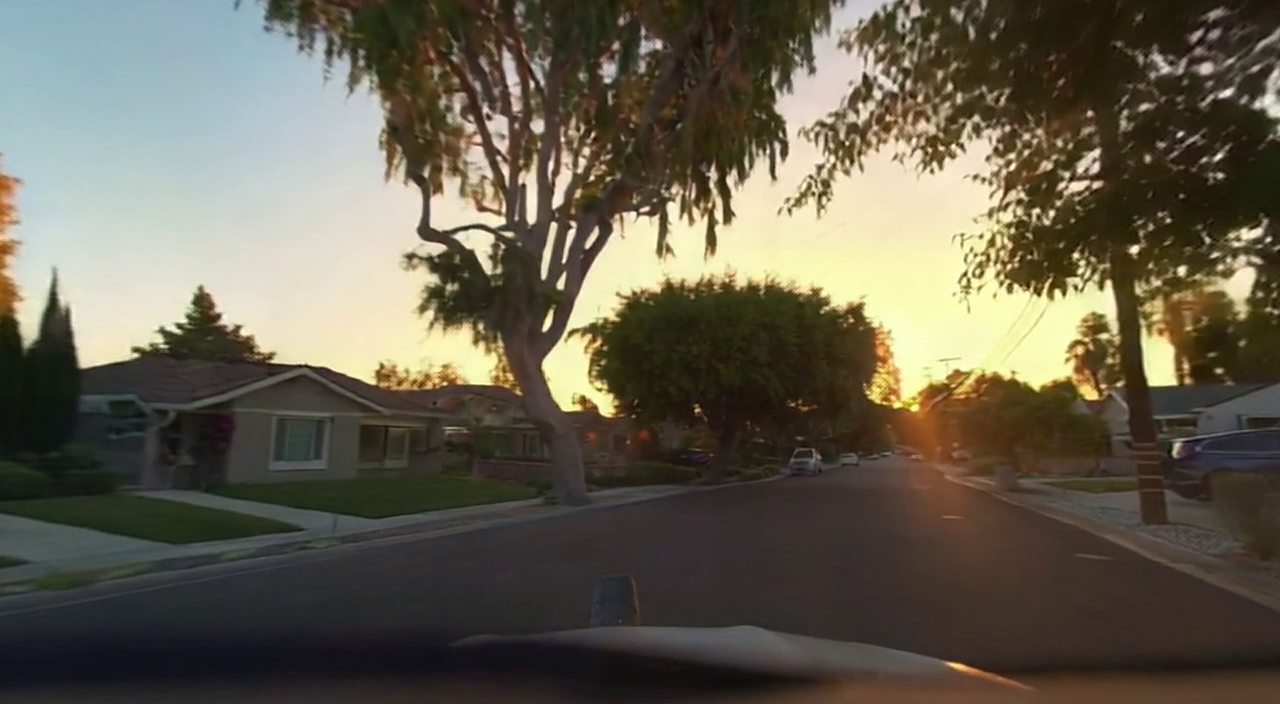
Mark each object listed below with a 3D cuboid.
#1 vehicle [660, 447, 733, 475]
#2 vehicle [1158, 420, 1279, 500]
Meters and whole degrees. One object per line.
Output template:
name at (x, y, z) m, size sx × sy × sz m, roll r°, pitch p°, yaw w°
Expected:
vehicle at (4.193, 8.083, 47.187) m, size 5.033 × 1.997 × 2.126 m, roll -3°, pitch -9°, yaw 20°
vehicle at (16.840, 2.656, 15.595) m, size 5.693 × 1.886 × 2.235 m, roll -4°, pitch -9°, yaw 23°
